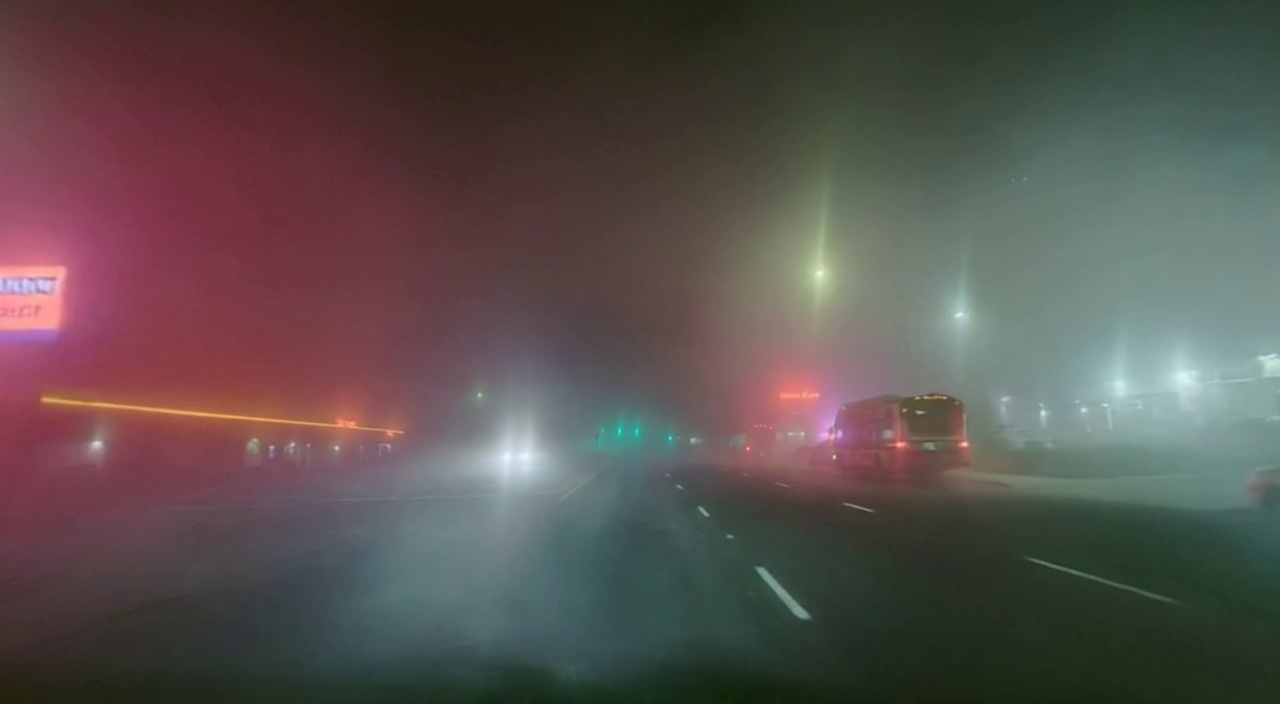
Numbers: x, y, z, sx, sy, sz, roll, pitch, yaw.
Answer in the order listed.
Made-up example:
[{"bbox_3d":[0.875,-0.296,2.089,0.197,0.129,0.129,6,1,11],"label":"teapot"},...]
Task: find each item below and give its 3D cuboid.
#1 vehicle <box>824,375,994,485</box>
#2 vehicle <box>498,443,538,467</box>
[{"bbox_3d":[9.921,3.090,24.596,2.897,3.584,7.857,0,-8,-2],"label":"vehicle"},{"bbox_3d":[-8.984,7.580,46.855,1.939,1.643,4.975,0,-8,1],"label":"vehicle"}]
